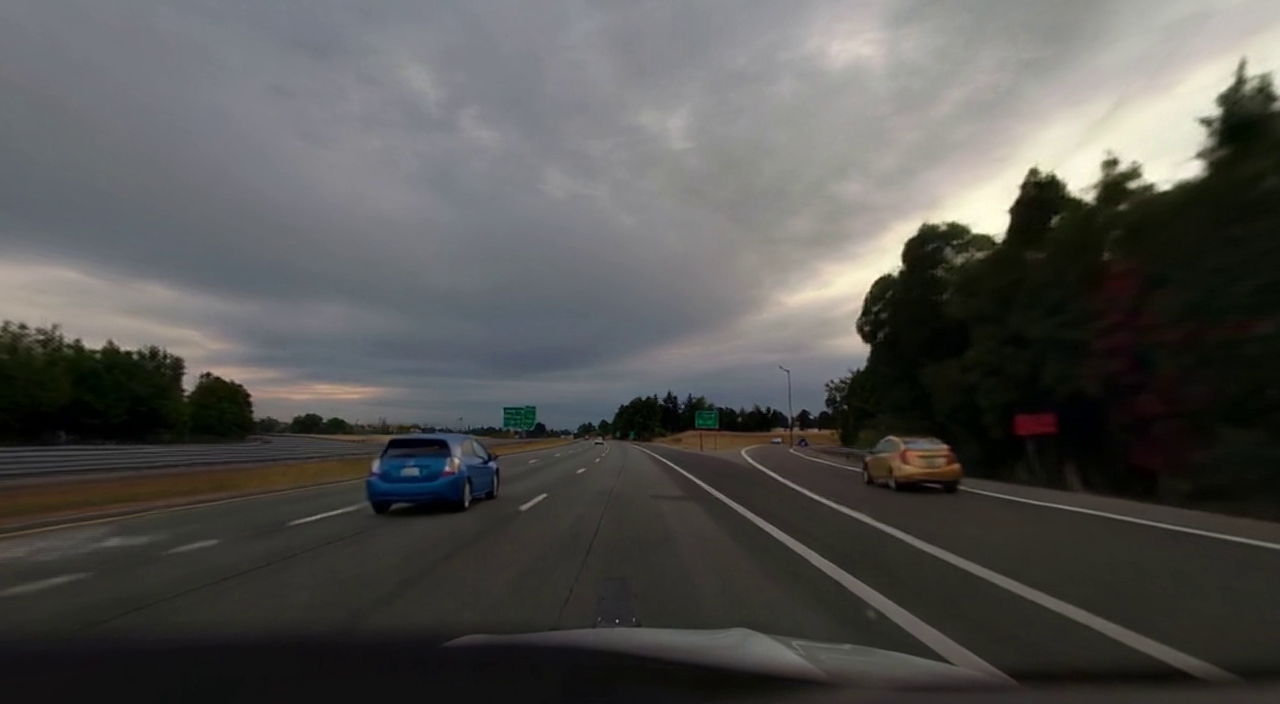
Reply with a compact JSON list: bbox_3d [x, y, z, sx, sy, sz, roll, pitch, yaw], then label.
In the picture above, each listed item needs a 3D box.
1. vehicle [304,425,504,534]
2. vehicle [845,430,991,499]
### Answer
[{"bbox_3d":[-3.853,2.122,11.169,2.008,1.567,3.959,0,-8,0],"label":"vehicle"},{"bbox_3d":[7.355,2.988,17.324,2.084,1.614,4.762,-1,-8,4],"label":"vehicle"}]
